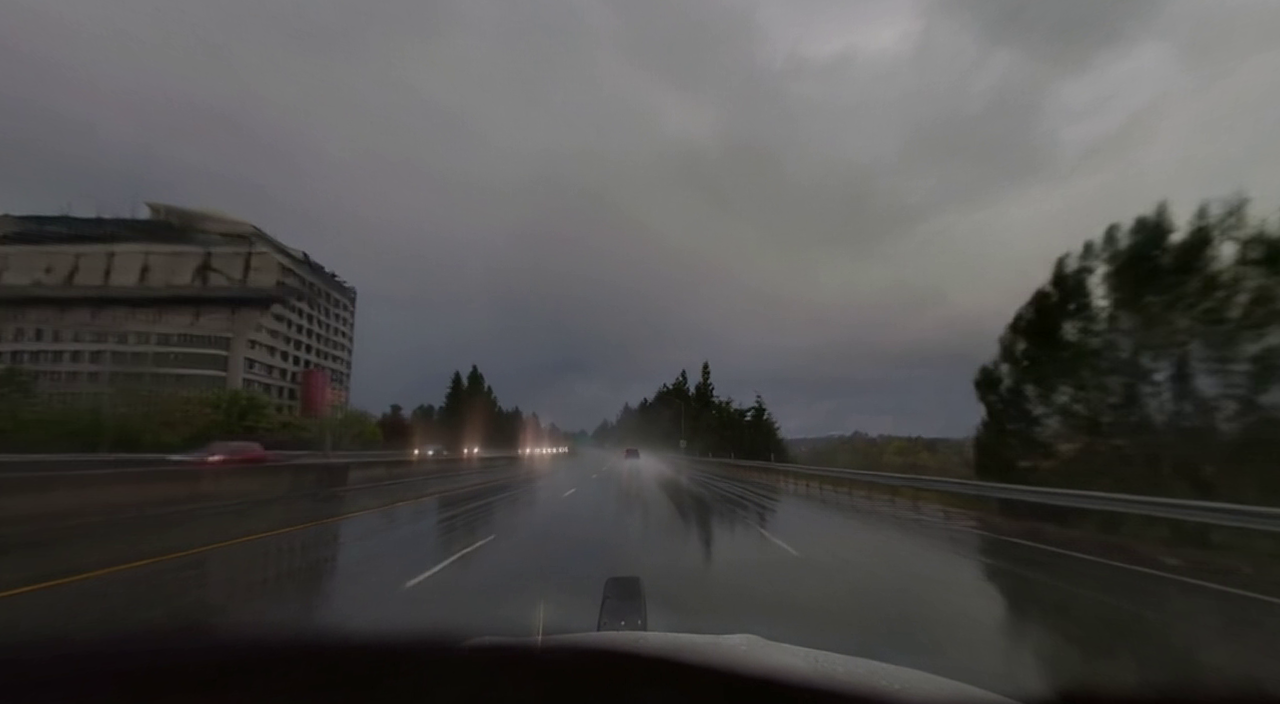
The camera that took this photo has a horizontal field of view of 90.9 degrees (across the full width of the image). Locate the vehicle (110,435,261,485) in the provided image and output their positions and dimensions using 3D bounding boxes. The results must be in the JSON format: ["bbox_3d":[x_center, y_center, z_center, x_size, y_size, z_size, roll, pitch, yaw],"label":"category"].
[{"bbox_3d":[-14.946,3.585,21.096,1.797,1.477,4.388,0,-9,-1],"label":"vehicle"}]
